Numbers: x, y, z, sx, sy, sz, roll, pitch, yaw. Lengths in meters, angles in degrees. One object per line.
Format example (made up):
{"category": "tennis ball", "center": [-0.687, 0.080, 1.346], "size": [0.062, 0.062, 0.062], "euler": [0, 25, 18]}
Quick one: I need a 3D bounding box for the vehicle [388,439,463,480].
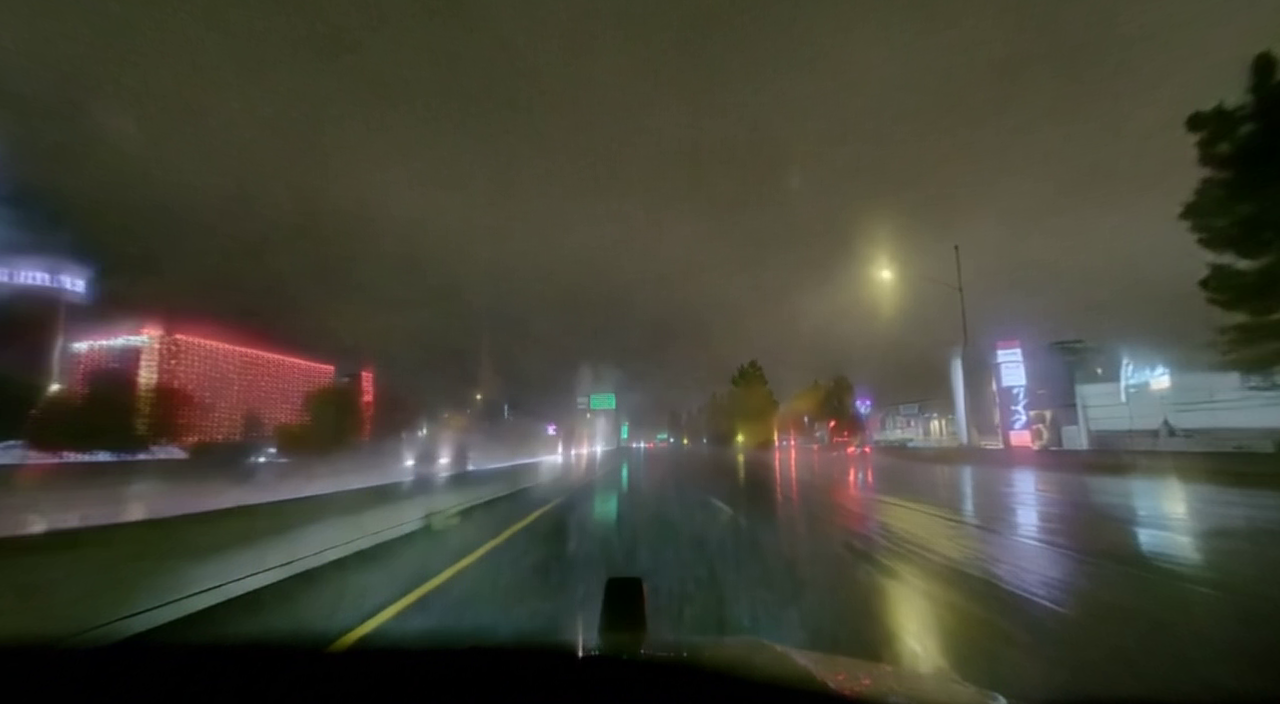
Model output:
{"category": "vehicle", "center": [-11.359, 5.729, 33.919], "size": [2.163, 1.968, 5.439], "euler": [0, -9, -1]}
